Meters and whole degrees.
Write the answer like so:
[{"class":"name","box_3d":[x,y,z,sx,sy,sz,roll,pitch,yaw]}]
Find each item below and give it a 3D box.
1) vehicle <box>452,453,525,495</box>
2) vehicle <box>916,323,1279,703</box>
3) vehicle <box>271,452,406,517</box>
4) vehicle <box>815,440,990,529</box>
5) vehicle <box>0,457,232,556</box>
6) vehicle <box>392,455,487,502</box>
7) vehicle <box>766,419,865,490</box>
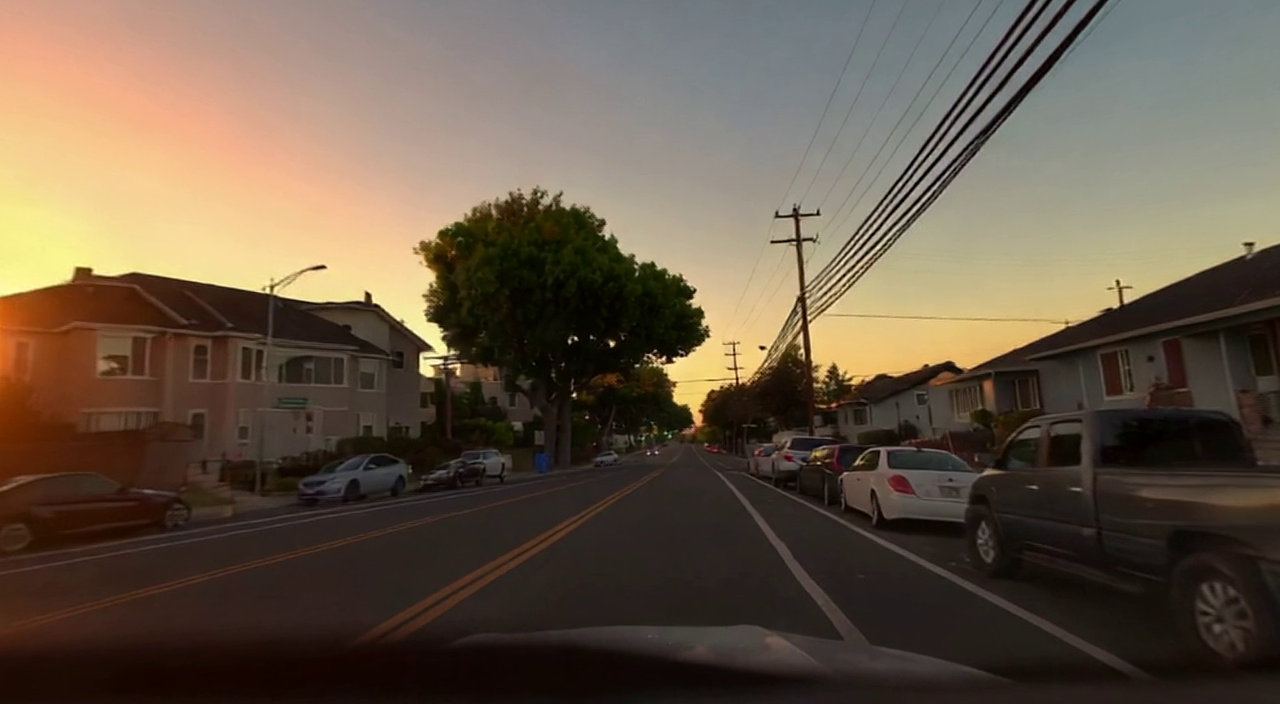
[{"class":"vehicle","box_3d":[-8.246,6.681,35.086,2.282,2.060,5.738,-1,-8,4]},{"class":"vehicle","box_3d":[4.227,1.089,4.785,2.199,1.885,5.461,-1,-8,5]},{"class":"vehicle","box_3d":[-9.771,4.282,20.958,1.937,1.837,4.414,-1,-8,6]},{"class":"vehicle","box_3d":[5.163,2.619,13.325,1.927,1.483,5.100,-1,-8,5]},{"class":"vehicle","box_3d":[-10.803,2.898,12.203,2.136,1.431,5.197,-7,-9,5]},{"class":"vehicle","box_3d":[-9.039,5.731,29.111,2.089,1.837,5.499,-1,-8,5]},{"class":"vehicle","box_3d":[6.001,3.598,22.459,2.330,2.160,5.550,-1,-8,5]}]
